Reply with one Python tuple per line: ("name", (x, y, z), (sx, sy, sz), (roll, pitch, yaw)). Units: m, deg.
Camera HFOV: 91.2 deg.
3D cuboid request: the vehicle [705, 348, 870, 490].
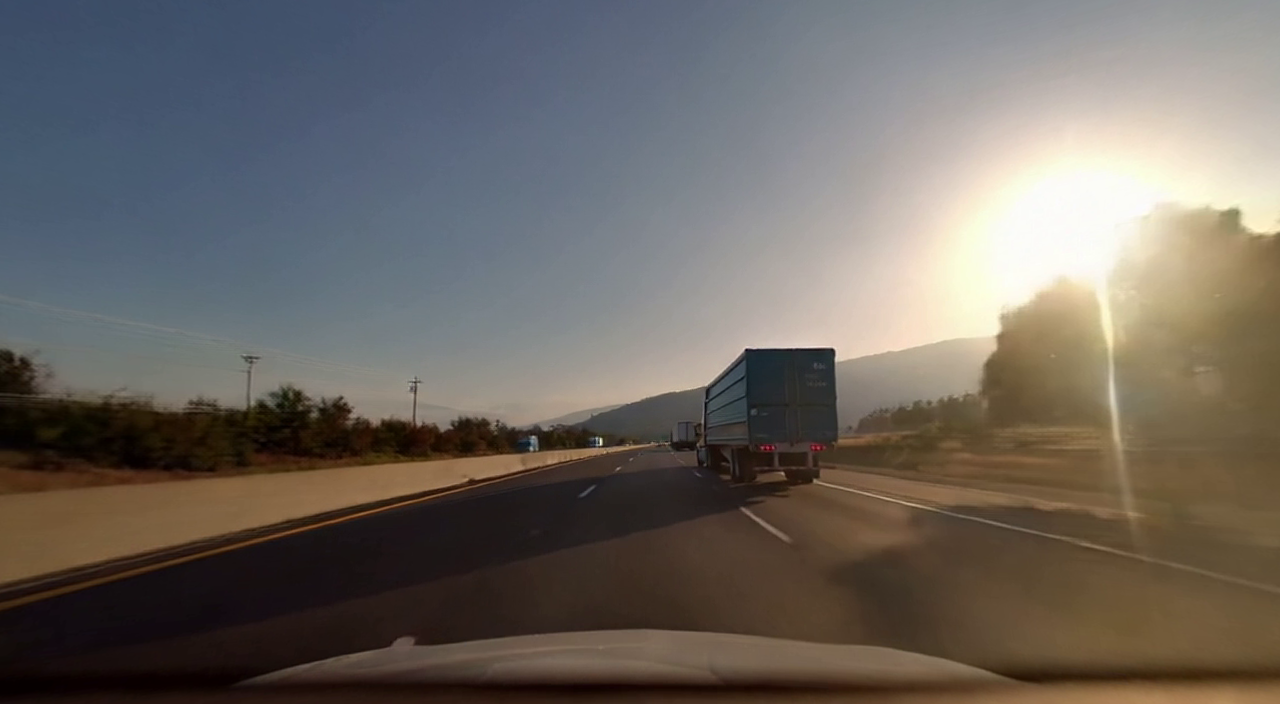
("vehicle", (4.862, 2.920, 24.897), (3.485, 3.975, 14.489), (0, -8, 2))
